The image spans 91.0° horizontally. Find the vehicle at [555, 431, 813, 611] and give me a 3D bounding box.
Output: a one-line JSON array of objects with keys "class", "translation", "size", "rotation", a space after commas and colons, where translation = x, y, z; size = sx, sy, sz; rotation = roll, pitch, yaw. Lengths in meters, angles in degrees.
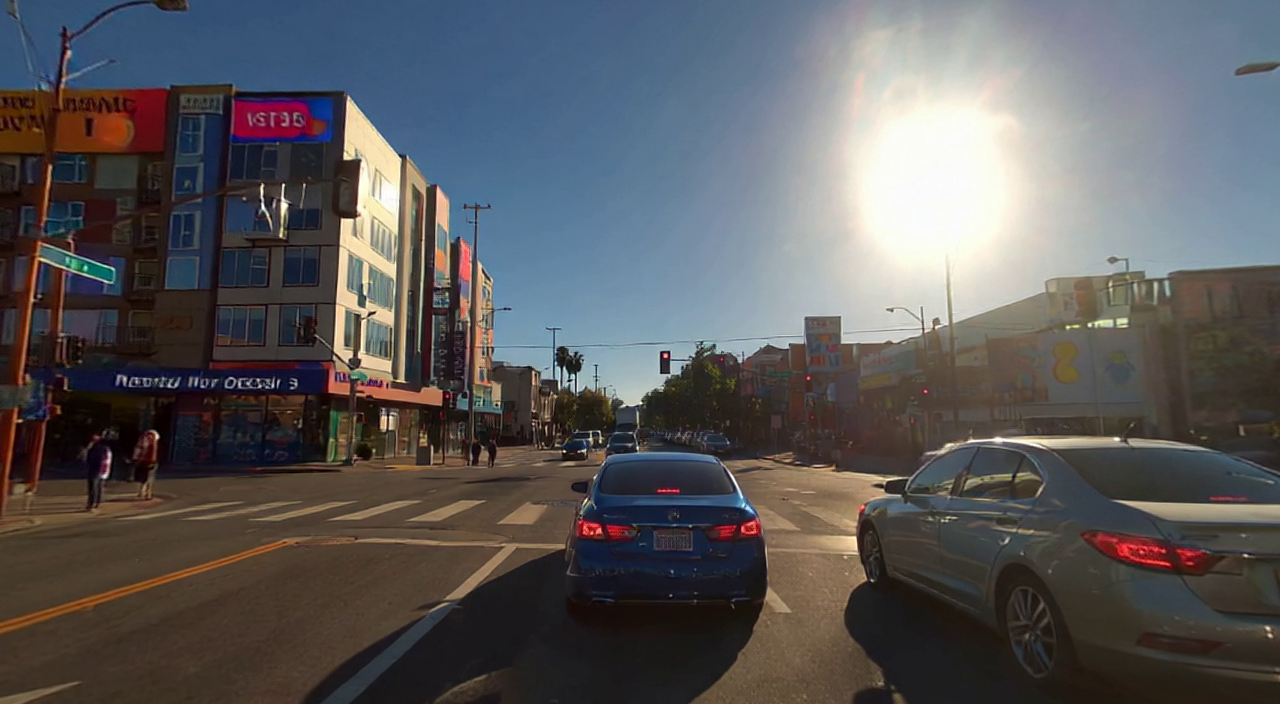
[{"class": "vehicle", "translation": [0.290, 1.696, 7.301], "size": [2.132, 1.464, 4.089], "rotation": [0, -8, -2]}]

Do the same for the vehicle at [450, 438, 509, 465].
[{"class": "vehicle", "translation": [-9.997, 6.254, 39.559], "size": [2.030, 1.596, 3.912], "rotation": [-2, -9, 11]}]

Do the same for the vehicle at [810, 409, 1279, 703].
[{"class": "vehicle", "translation": [2.820, 1.286, 4.551], "size": [1.961, 1.498, 4.356], "rotation": [0, -8, 0]}]
